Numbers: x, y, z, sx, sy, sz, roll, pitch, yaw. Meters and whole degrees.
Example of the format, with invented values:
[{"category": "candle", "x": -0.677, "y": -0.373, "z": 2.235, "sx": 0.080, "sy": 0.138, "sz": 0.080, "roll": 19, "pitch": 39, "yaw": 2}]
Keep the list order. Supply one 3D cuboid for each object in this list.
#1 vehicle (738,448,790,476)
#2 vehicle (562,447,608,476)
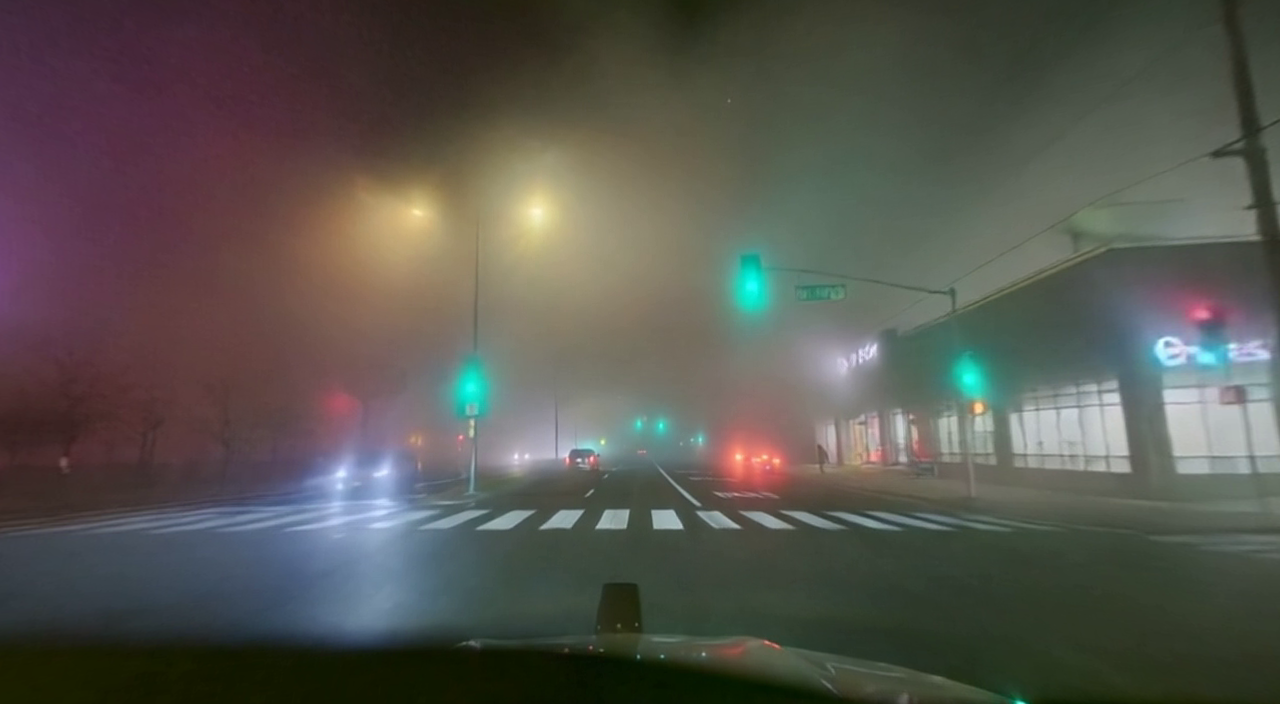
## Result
[{"category": "vehicle", "x": 7.240, "y": 6.455, "z": 37.248, "sx": 1.968, "sy": 1.493, "sz": 4.878, "roll": 0, "pitch": -9, "yaw": -1}, {"category": "vehicle", "x": -2.907, "y": 5.868, "z": 34.091, "sx": 2.078, "sy": 1.471, "sz": 4.217, "roll": 0, "pitch": -9, "yaw": 0}]
